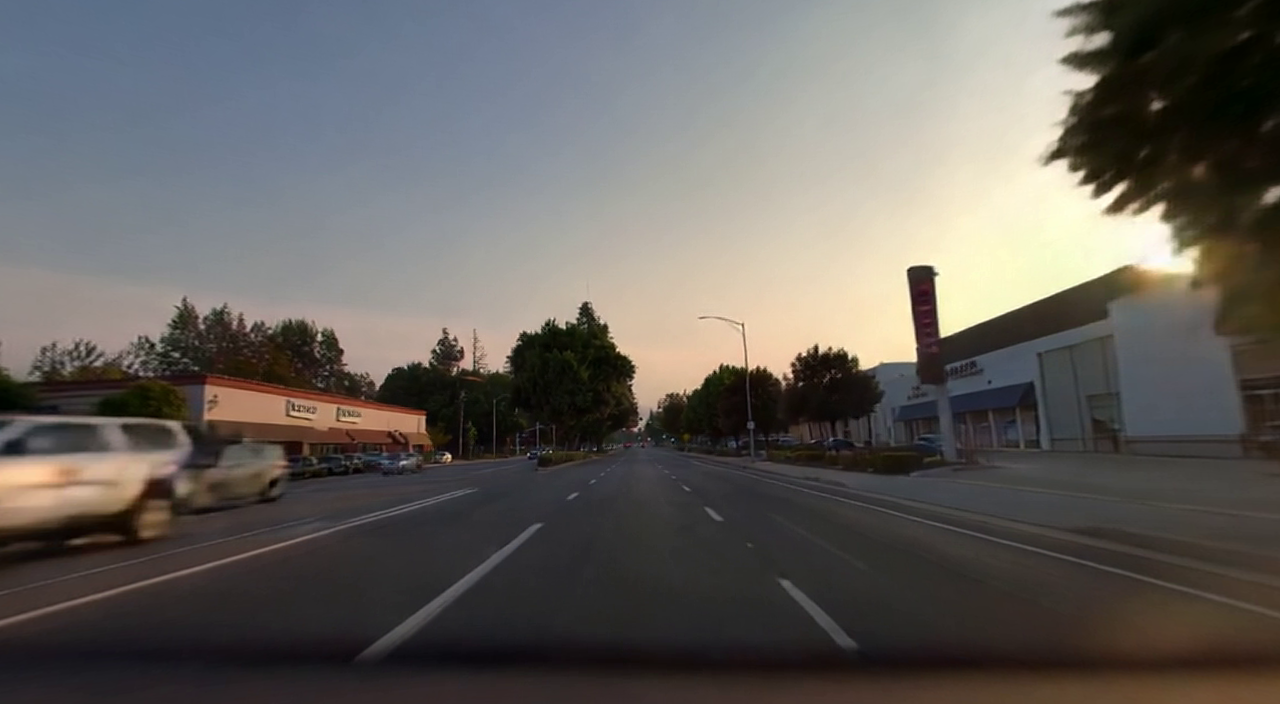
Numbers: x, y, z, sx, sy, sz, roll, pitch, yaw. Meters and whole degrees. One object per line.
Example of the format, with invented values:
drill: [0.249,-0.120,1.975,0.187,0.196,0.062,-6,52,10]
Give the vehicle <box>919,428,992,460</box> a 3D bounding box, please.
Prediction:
vehicle: [17.243,5.030,34.451,4.277,1.605,1.920,7,-11,-41]

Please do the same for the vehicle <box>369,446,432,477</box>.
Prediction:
vehicle: [-14.006,6.397,37.254,1.961,1.670,4.583,0,-9,-1]

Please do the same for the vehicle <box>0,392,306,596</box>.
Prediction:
vehicle: [-7.285,1.701,8.283,2.452,1.905,6.188,0,-9,0]
